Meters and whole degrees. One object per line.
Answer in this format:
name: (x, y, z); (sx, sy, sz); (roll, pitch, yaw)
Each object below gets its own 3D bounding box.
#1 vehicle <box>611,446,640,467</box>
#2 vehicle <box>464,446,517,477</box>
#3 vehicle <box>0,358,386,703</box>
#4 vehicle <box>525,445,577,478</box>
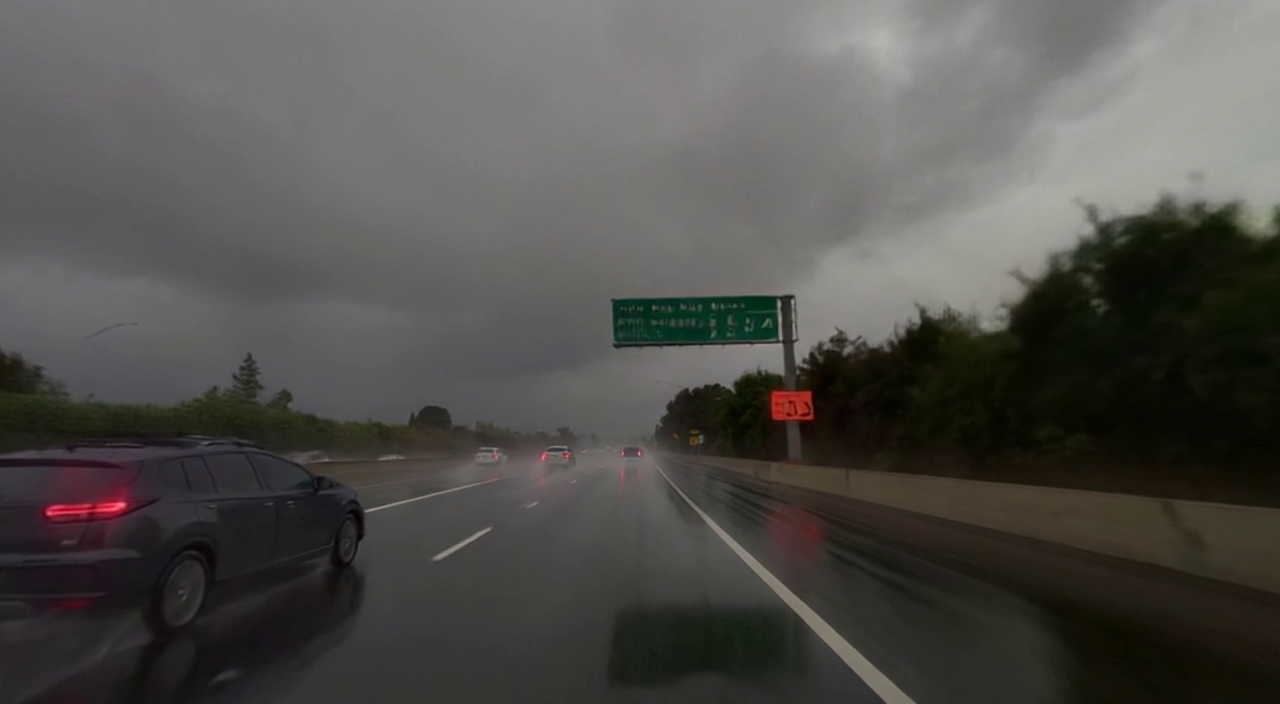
vehicle: (-1.001, 7.646, 45.907); (2.023, 1.479, 3.718); (0, -9, 0)
vehicle: (-7.960, 5.839, 33.675); (1.936, 1.516, 3.904); (0, -9, 0)
vehicle: (-4.103, 1.269, 5.206); (2.074, 1.779, 4.588); (0, -9, 0)
vehicle: (-4.328, 5.400, 31.080); (1.988, 1.477, 4.118); (0, -9, -1)
